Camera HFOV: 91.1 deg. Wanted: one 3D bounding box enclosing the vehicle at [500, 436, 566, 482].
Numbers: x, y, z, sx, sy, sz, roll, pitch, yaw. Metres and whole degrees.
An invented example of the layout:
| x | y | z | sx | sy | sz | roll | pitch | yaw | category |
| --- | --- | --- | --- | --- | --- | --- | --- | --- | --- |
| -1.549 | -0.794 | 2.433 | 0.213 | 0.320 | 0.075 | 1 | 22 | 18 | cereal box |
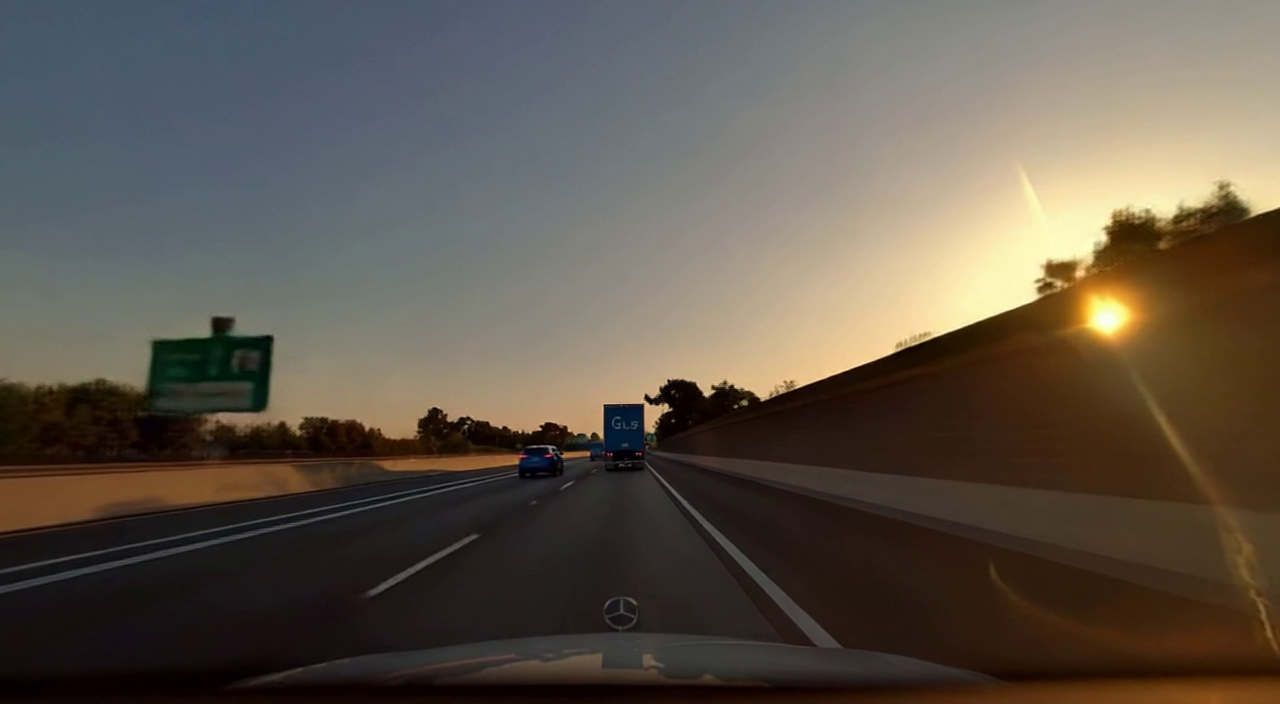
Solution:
| x | y | z | sx | sy | sz | roll | pitch | yaw | category |
| --- | --- | --- | --- | --- | --- | --- | --- | --- | --- |
| -4.915 | 5.002 | 29.597 | 2.226 | 1.935 | 5.130 | 0 | -9 | 0 | vehicle |

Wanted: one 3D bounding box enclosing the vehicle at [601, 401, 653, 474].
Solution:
| x | y | z | sx | sy | sz | roll | pitch | yaw | category |
| --- | --- | --- | --- | --- | --- | --- | --- | --- | --- |
| -0.872 | 5.527 | 39.963 | 2.923 | 4.007 | 9.760 | 0 | -9 | -2 | vehicle |
